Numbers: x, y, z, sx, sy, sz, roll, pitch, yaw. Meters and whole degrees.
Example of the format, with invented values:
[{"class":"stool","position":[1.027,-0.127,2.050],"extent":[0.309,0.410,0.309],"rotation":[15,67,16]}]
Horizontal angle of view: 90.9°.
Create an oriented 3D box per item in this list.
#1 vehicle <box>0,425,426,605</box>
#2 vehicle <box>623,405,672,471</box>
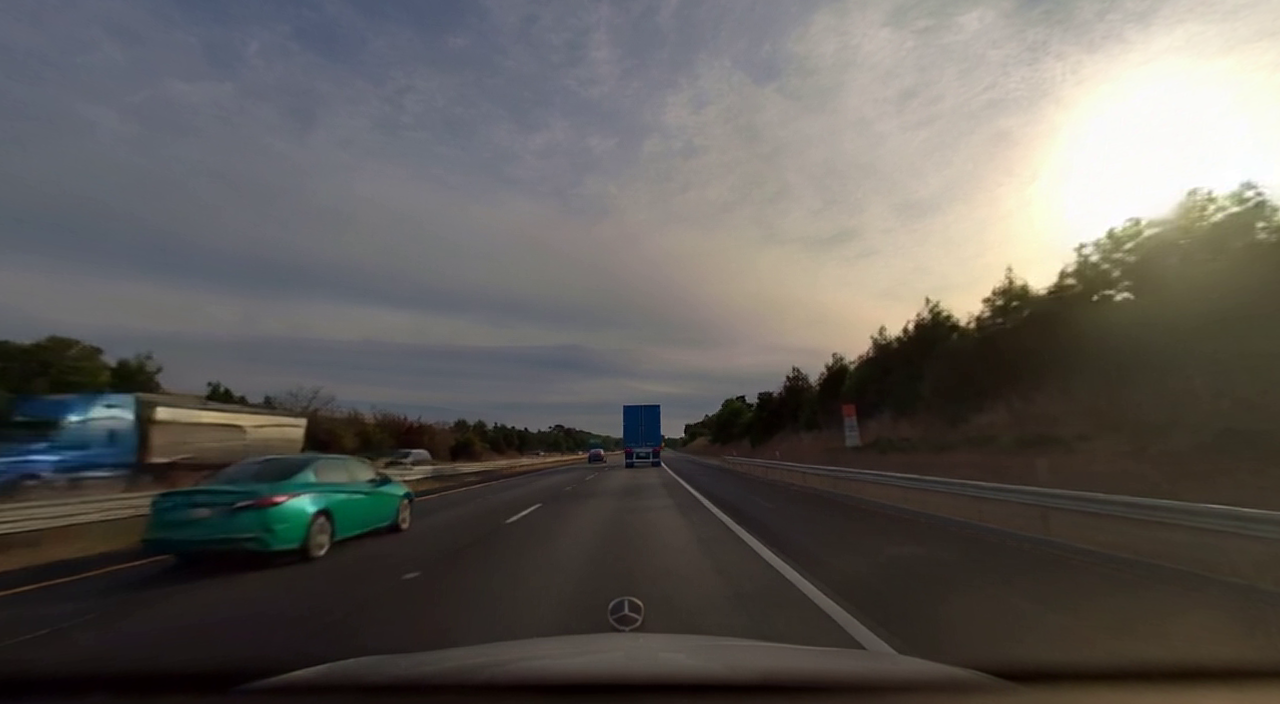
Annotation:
[{"class":"vehicle","position":[-4.490,1.760,7.811],"extent":[2.051,1.538,4.569],"rotation":[0,-9,0]},{"class":"vehicle","position":[0.504,5.919,42.882],"extent":[2.899,3.966,10.053],"rotation":[0,-9,1]}]
